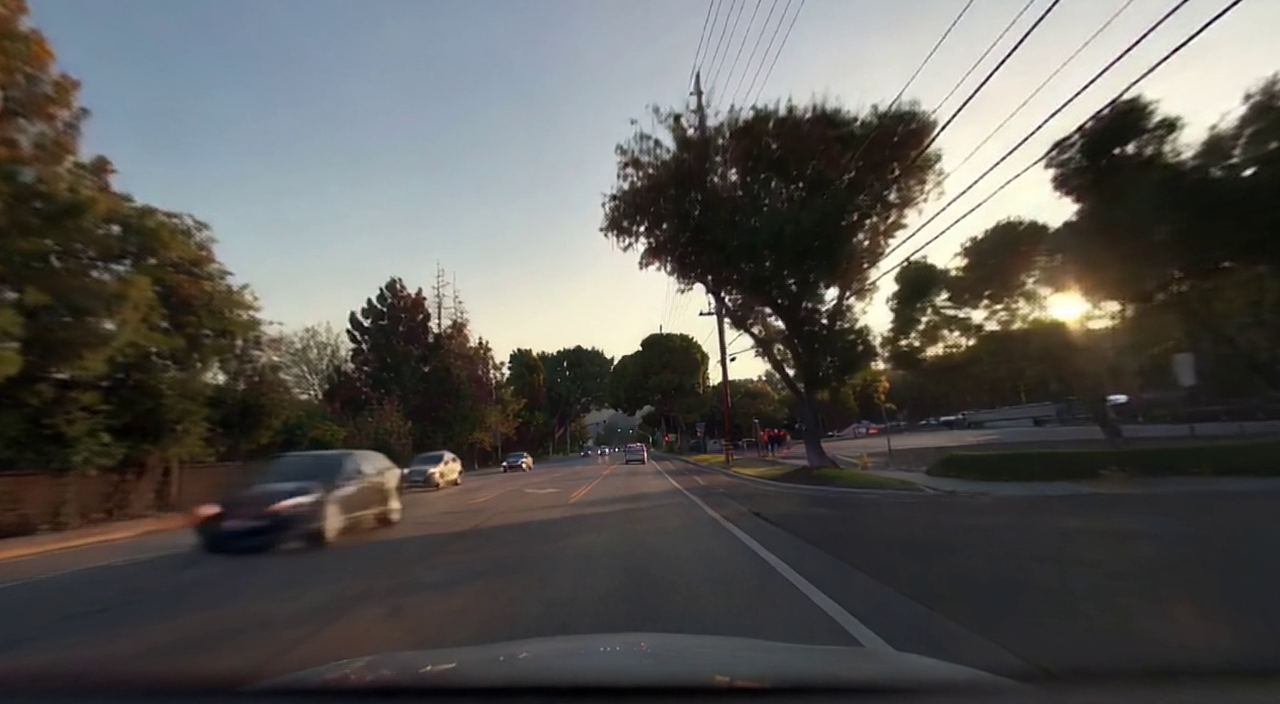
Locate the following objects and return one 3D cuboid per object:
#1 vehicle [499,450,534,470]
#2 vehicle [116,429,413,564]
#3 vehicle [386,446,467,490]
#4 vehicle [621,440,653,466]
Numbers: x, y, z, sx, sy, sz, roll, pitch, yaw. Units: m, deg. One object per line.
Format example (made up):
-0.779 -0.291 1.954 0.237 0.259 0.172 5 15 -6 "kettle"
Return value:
-9.474 8.284 48.631 1.867 1.456 4.251 -1 -8 0 "vehicle"
-5.828 2.256 10.780 2.143 1.735 4.737 -1 -8 0 "vehicle"
-9.309 5.046 27.972 2.084 1.760 4.438 0 -8 -1 "vehicle"
-0.252 7.204 45.207 2.163 1.746 4.073 0 -8 -1 "vehicle"
